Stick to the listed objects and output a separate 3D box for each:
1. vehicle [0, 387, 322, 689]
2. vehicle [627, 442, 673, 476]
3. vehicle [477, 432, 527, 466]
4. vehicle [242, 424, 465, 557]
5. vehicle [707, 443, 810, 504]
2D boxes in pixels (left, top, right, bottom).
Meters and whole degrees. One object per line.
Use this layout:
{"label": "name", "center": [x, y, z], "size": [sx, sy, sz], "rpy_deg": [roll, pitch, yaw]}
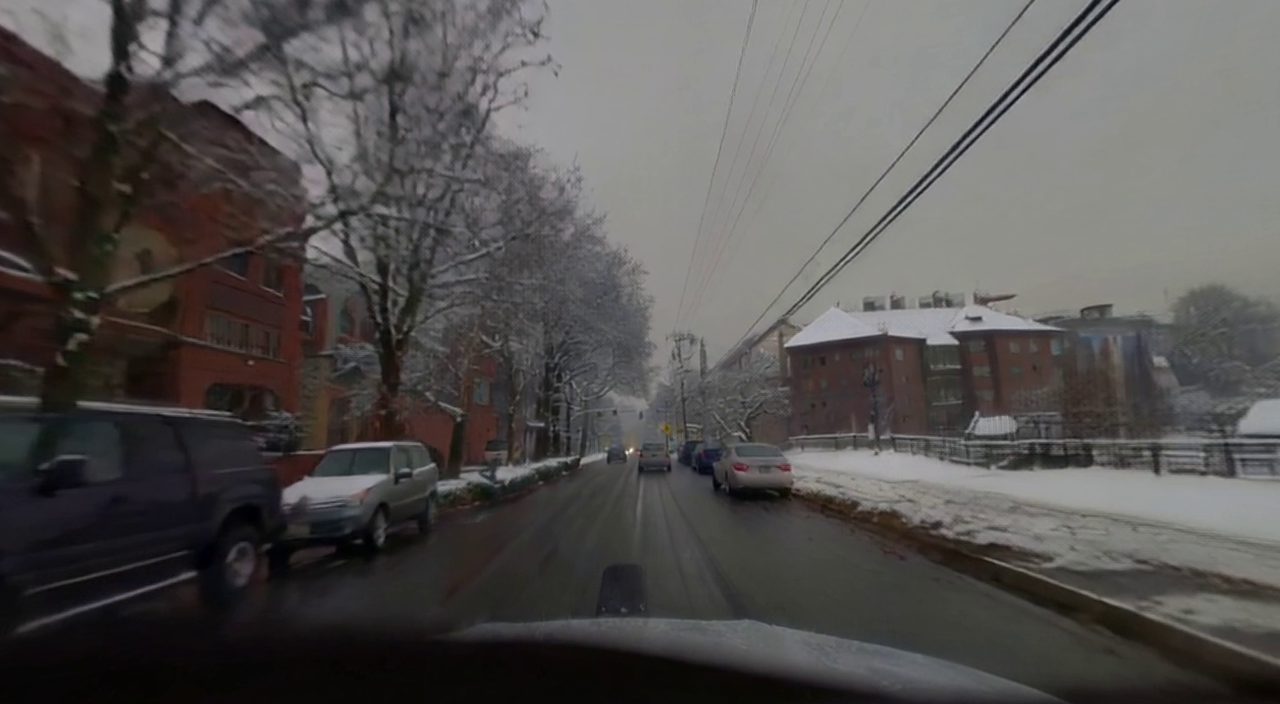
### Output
{"label": "vehicle", "center": [-4.621, 1.133, 4.787], "size": [2.022, 1.721, 4.355], "rpy_deg": [1, -4, 2]}
{"label": "vehicle", "center": [0.452, 5.153, 30.420], "size": [2.095, 1.510, 3.605], "rpy_deg": [0, -9, 0]}
{"label": "vehicle", "center": [-8.129, 5.705, 37.384], "size": [2.010, 1.747, 4.266], "rpy_deg": [0, -6, 0]}
{"label": "vehicle", "center": [-4.347, 2.069, 10.289], "size": [1.911, 1.573, 3.637], "rpy_deg": [2, -4, 0]}
{"label": "vehicle", "center": [3.159, 3.354, 17.795], "size": [2.086, 1.498, 4.280], "rpy_deg": [0, -9, 0]}
